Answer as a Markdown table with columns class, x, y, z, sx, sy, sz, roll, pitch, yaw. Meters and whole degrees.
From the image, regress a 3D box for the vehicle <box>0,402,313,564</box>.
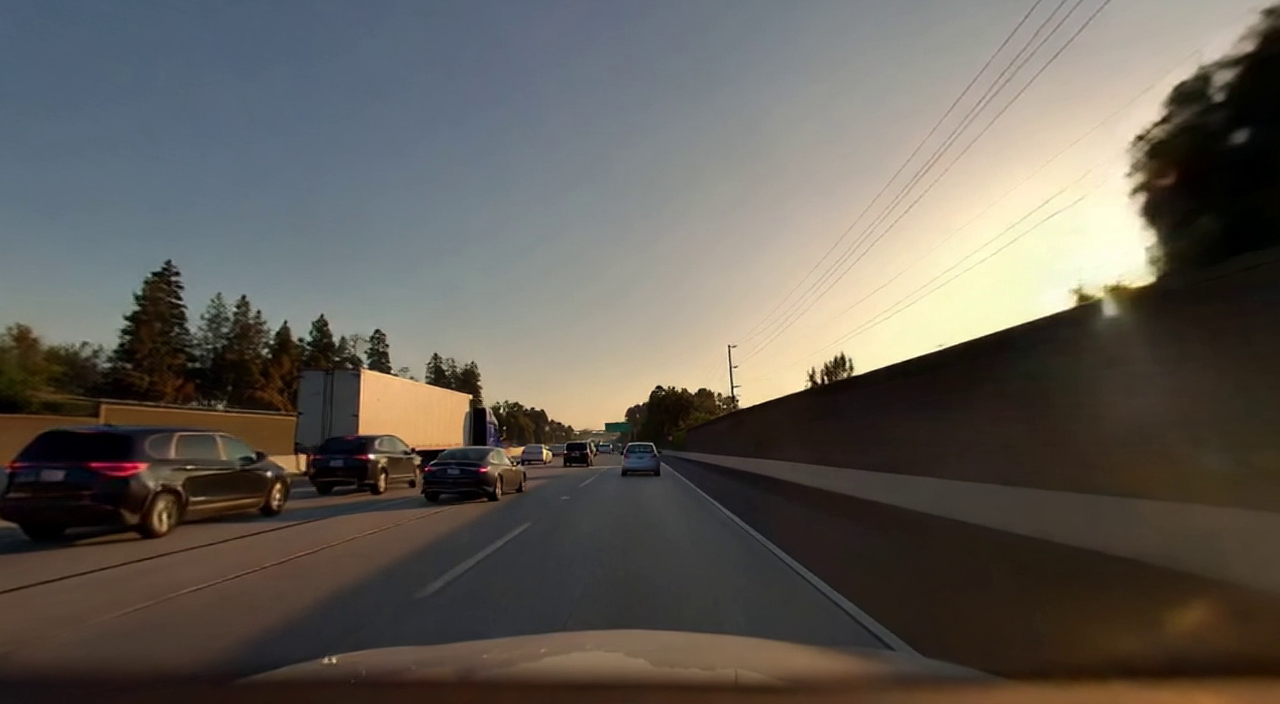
| class | x | y | z | sx | sy | sz | roll | pitch | yaw |
| --- | --- | --- | --- | --- | --- | --- | --- | --- | --- |
| vehicle | -6.951 | 1.771 | 9.188 | 2.027 | 1.762 | 4.386 | 0 | -9 | 0 |

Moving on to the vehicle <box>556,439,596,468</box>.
| class | x | y | z | sx | sy | sz | roll | pitch | yaw |
| --- | --- | --- | --- | --- | --- | --- | --- | --- | --- |
| vehicle | -3.956 | 6.373 | 39.773 | 1.976 | 1.705 | 4.176 | 0 | -9 | 1 |

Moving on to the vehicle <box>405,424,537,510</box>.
| class | x | y | z | sx | sy | sz | roll | pitch | yaw |
| --- | --- | --- | --- | --- | --- | --- | --- | --- | --- |
| vehicle | -3.783 | 2.659 | 14.987 | 1.923 | 1.716 | 4.289 | 0 | -9 | 0 |

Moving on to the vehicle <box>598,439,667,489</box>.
| class | x | y | z | sx | sy | sz | roll | pitch | yaw |
| --- | --- | --- | --- | --- | --- | --- | --- | --- | --- |
| vehicle | -0.251 | 3.698 | 21.128 | 2.089 | 1.477 | 3.818 | 0 | -9 | -1 |

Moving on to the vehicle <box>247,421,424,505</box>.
| class | x | y | z | sx | sy | sz | roll | pitch | yaw |
| --- | --- | --- | --- | --- | --- | --- | --- | --- | --- |
| vehicle | -7.571 | 2.823 | 16.483 | 2.054 | 1.825 | 5.072 | 0 | -9 | 0 |
